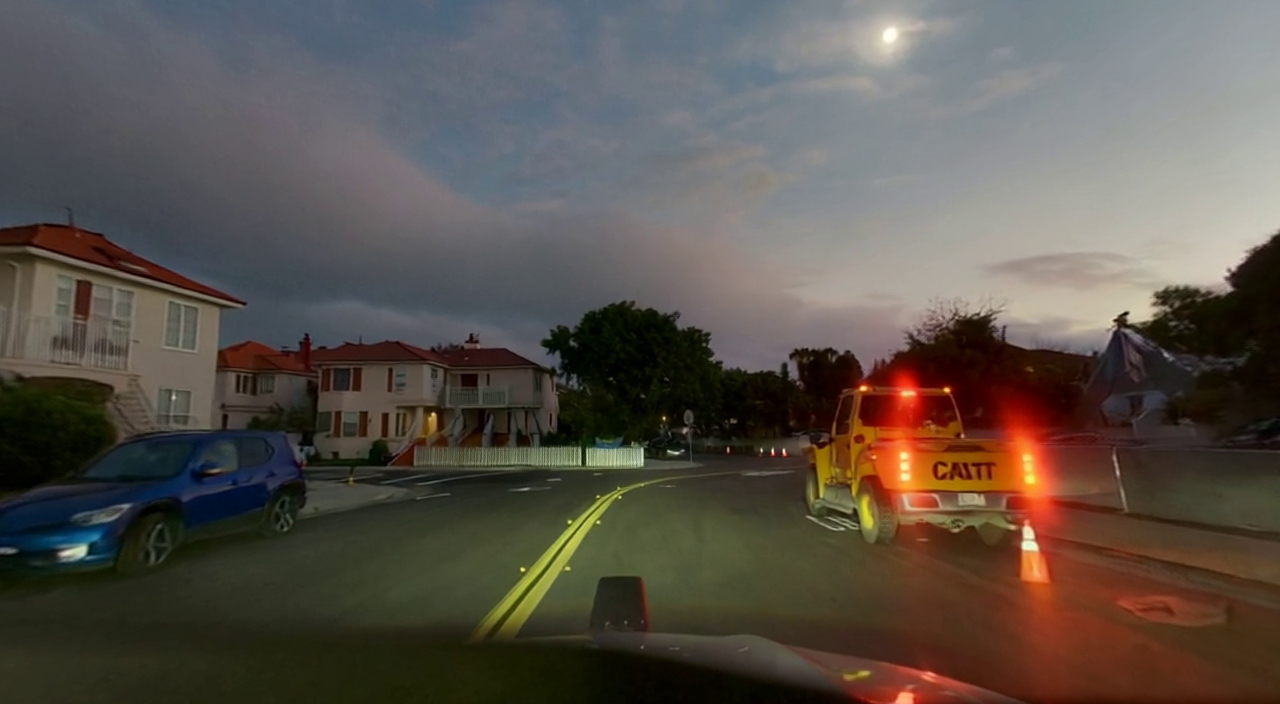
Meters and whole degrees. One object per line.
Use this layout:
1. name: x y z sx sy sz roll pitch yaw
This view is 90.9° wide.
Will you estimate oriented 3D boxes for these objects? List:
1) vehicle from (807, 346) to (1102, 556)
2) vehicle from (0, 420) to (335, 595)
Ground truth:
1. vehicle: 4.411 1.475 9.714 2.501 2.613 3.505 0 -9 -3
2. vehicle: -6.663 1.931 8.919 2.220 1.765 4.799 0 -8 1
